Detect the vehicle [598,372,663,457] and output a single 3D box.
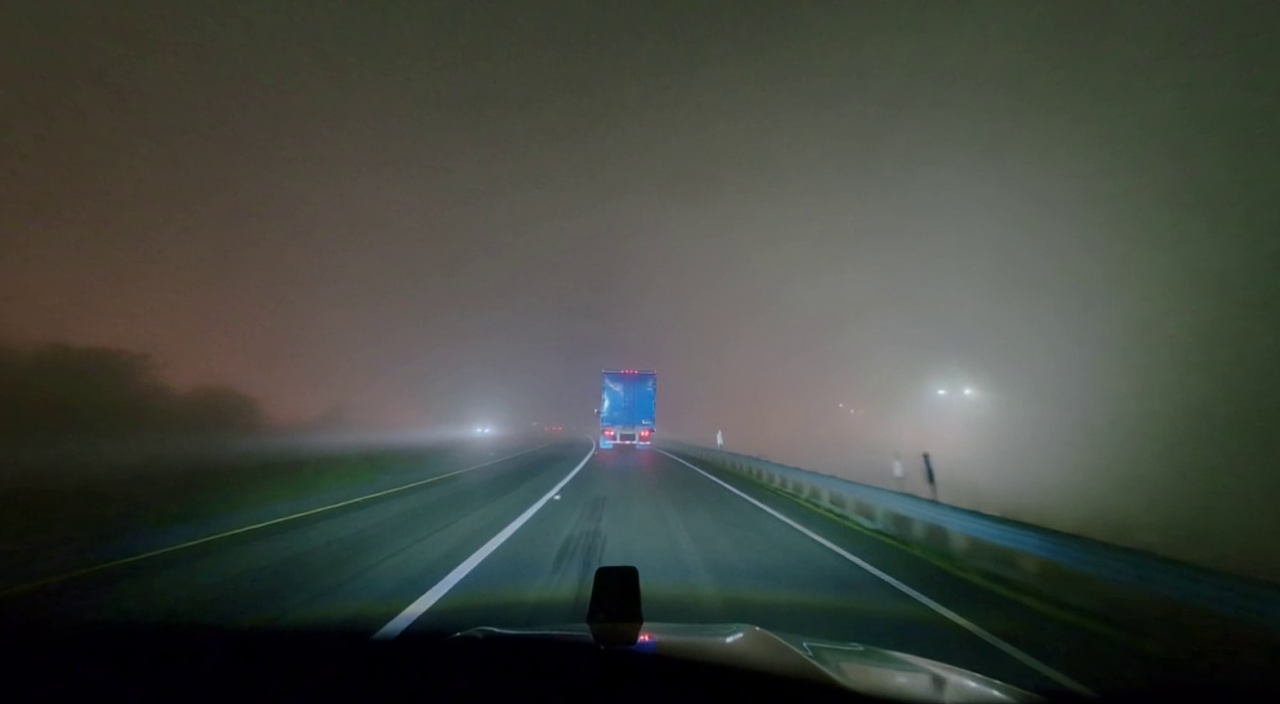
[{"bbox_3d":[-0.687,3.610,34.671,3.023,3.965,10.402,0,-8,-3],"label":"vehicle"}]
